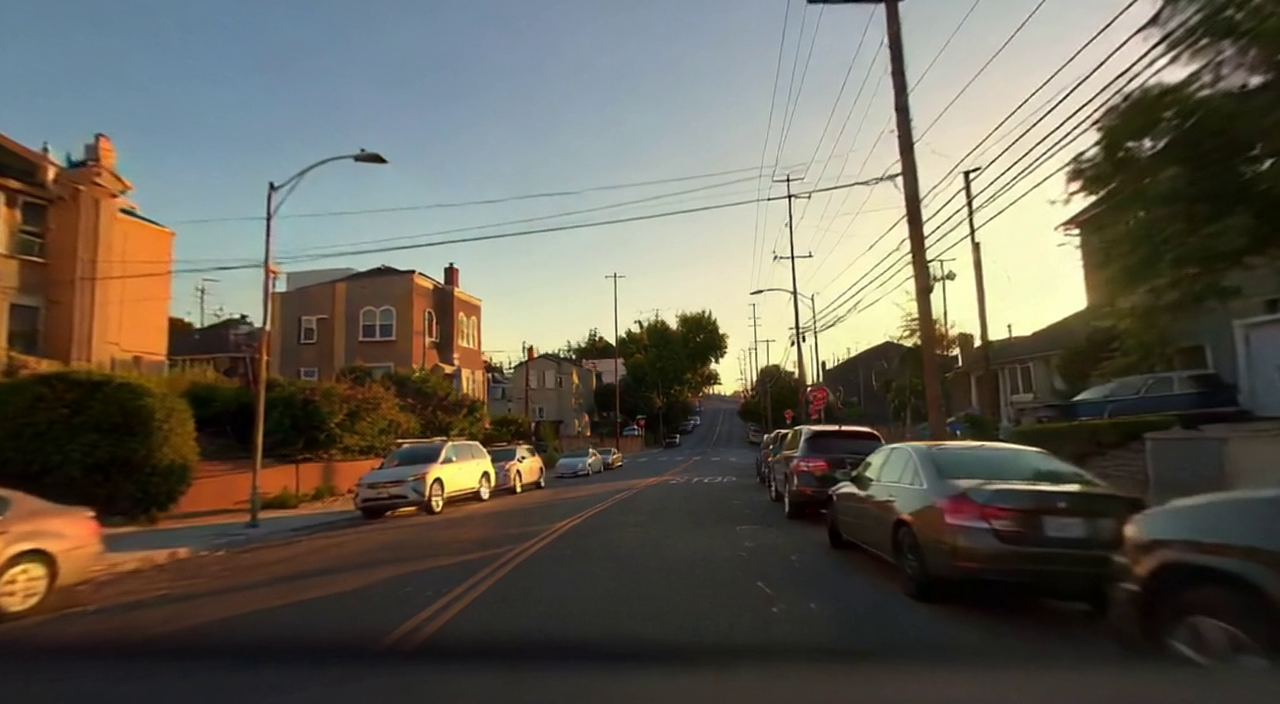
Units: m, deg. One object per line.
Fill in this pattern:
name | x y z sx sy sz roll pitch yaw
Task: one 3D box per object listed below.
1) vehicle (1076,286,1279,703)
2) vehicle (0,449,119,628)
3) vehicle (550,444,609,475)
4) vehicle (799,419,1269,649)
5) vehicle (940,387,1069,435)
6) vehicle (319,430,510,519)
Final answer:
vehicle | 3.061 0.480 0.419 2.161 1.813 4.910 -1 -8 2
vehicle | -7.443 1.684 5.123 2.086 1.706 4.649 -1 -8 8
vehicle | -3.002 5.464 32.419 2.098 1.454 4.449 -1 -8 7
vehicle | 3.187 1.524 6.581 1.873 1.489 4.761 0 -8 1
vehicle | 12.559 2.162 22.203 1.909 1.455 4.721 -1 -8 3
vehicle | -5.703 3.161 17.158 2.359 1.947 5.833 -1 -8 8
